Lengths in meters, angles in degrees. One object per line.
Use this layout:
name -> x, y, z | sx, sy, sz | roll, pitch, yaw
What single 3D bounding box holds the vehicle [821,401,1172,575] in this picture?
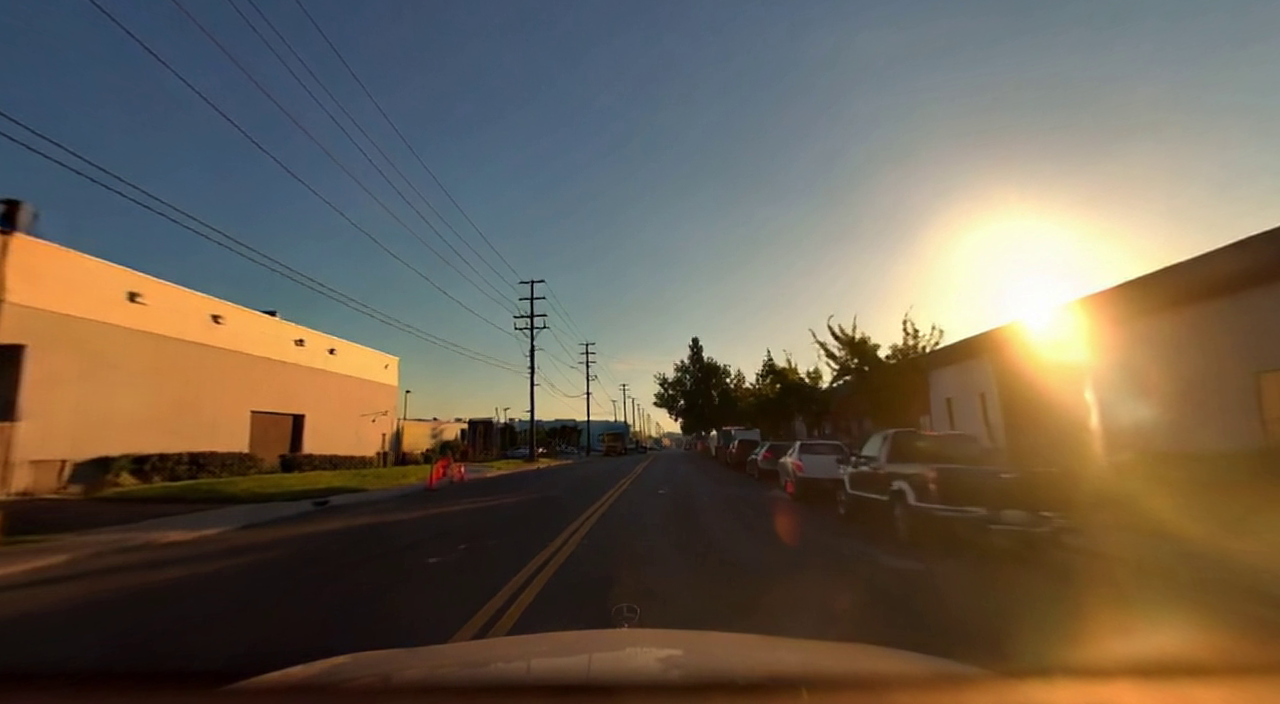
vehicle -> 4.450, 1.820, 9.276 | 2.009, 1.776, 5.440 | 0, -9, 1
